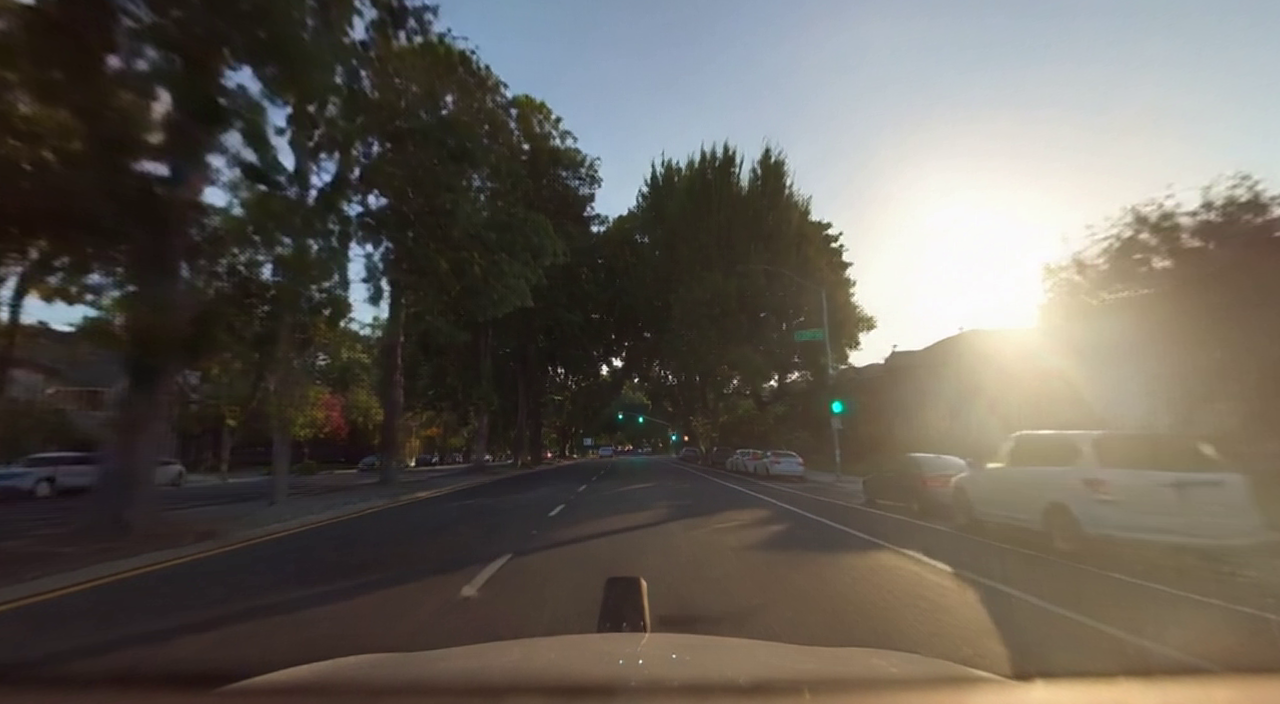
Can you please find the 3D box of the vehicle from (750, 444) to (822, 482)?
[{"bbox_3d":[6.336,4.879,27.866,1.922,1.494,4.772,0,-9,-2],"label":"vehicle"}]

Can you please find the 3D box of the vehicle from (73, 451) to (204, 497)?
[{"bbox_3d":[-21.725,5.248,27.508,1.965,1.523,4.798,-1,-6,-2],"label":"vehicle"}]

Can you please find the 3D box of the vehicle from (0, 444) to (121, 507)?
[{"bbox_3d":[-21.519,4.234,21.839,2.196,1.854,5.677,-1,-7,-1],"label":"vehicle"}]

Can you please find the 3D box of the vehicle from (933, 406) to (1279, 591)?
[{"bbox_3d":[6.417,1.858,8.884,2.032,1.844,4.964,0,-9,-1],"label":"vehicle"}]

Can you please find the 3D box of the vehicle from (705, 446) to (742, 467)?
[{"bbox_3d":[6.094,7.713,46.463,1.945,1.481,4.421,1,-9,-3],"label":"vehicle"}]
